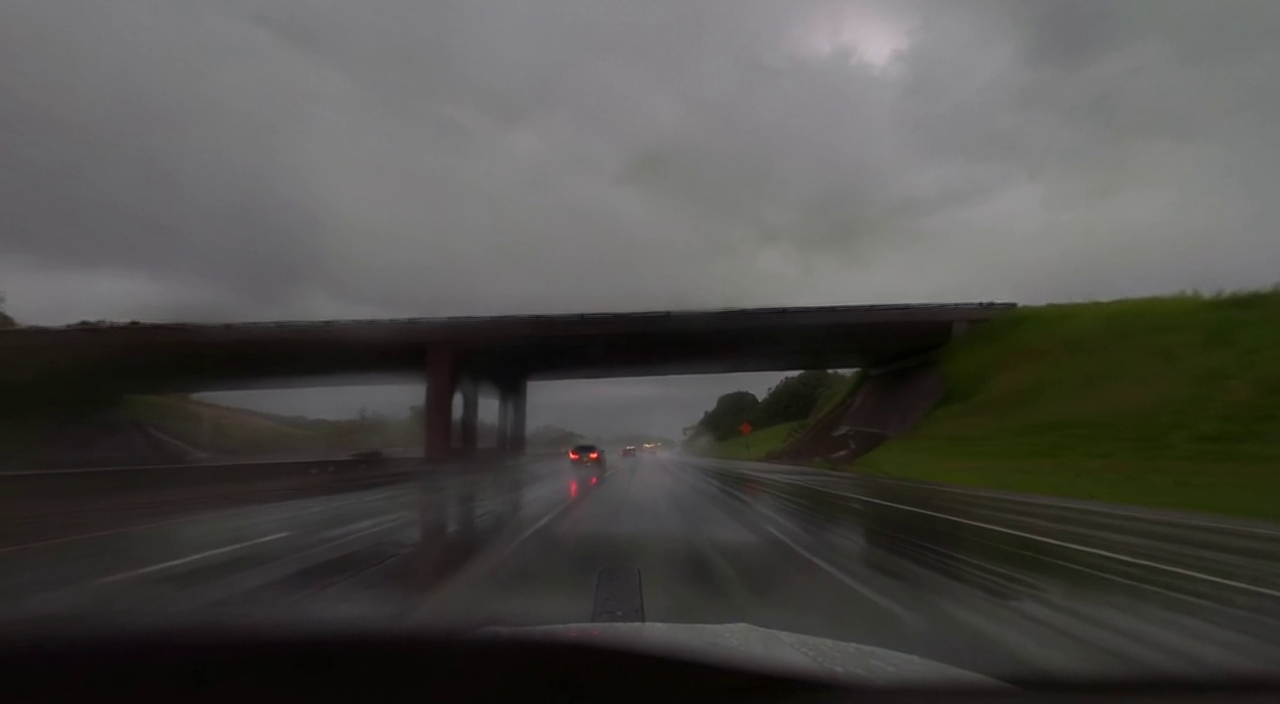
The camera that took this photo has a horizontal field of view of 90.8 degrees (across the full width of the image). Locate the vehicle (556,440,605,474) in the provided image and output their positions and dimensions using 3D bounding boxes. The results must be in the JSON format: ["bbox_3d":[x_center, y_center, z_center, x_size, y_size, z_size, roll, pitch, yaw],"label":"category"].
[{"bbox_3d":[-3.197,5.791,34.852,2.181,1.730,4.517,0,-9,1],"label":"vehicle"}]
